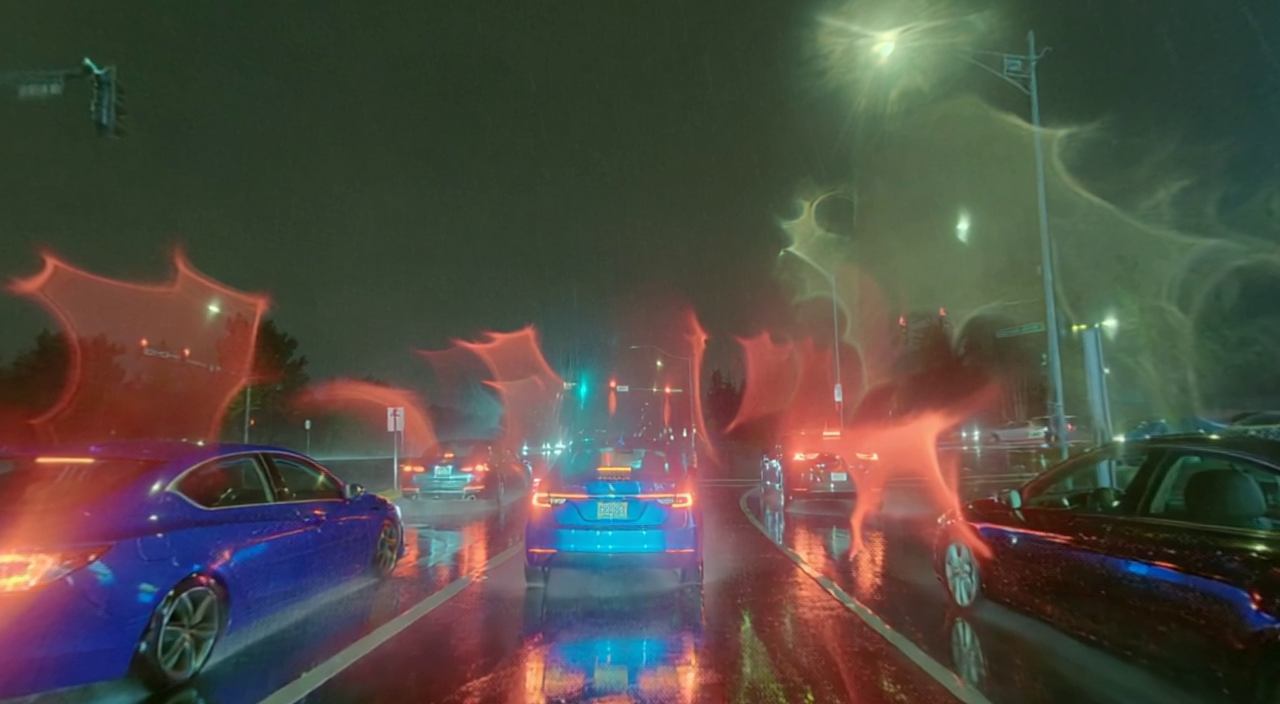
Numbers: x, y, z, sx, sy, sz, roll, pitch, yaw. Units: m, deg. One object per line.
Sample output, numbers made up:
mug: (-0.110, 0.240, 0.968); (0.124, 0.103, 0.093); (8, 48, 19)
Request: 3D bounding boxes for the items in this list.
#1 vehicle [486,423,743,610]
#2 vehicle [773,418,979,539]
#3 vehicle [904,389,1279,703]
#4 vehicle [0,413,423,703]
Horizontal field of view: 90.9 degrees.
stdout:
vehicle: (-0.192, 1.622, 7.124); (2.059, 1.477, 3.988); (0, -8, 0)
vehicle: (3.768, 2.097, 11.019); (2.007, 1.683, 4.171); (0, -8, 1)
vehicle: (3.416, 1.072, 3.561); (1.981, 1.499, 4.536); (0, -8, 2)
vehicle: (-3.403, 1.299, 4.721); (1.980, 1.454, 4.226); (0, -8, 1)
